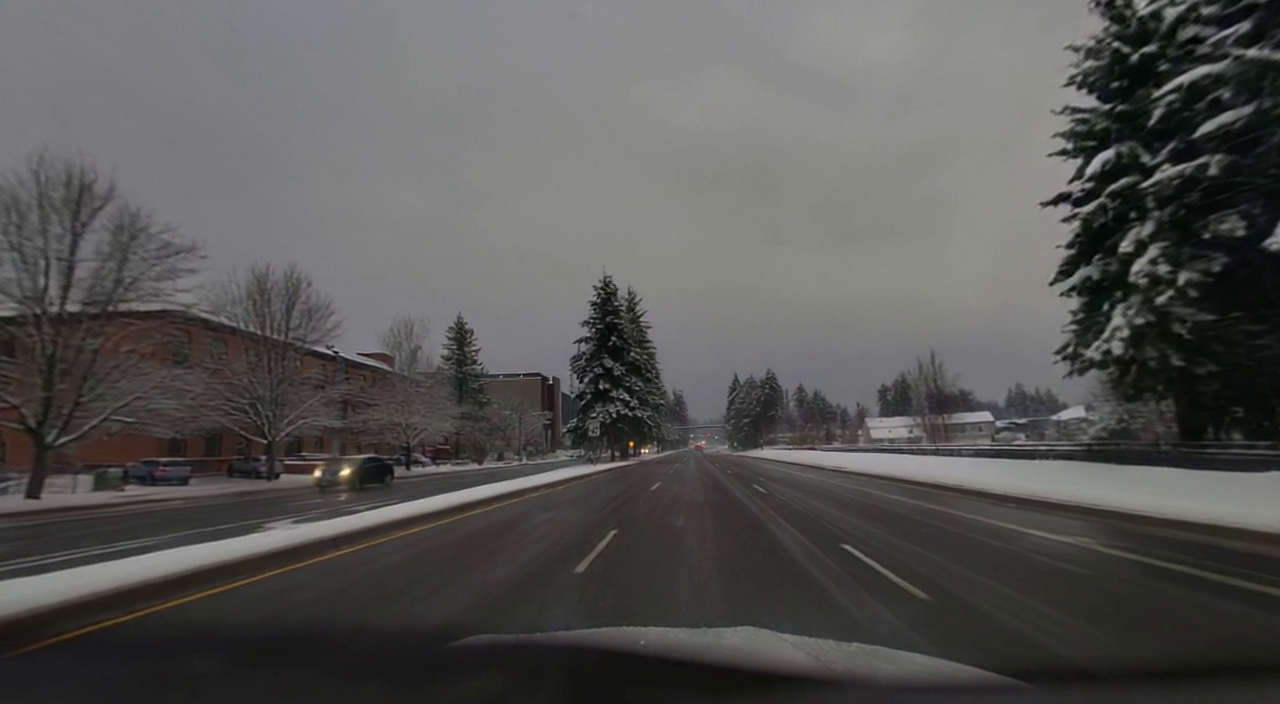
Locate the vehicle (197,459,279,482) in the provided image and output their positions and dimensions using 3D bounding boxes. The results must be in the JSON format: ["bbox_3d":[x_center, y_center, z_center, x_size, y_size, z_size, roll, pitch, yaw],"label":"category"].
[{"bbox_3d":[-27.238,8.063,42.819,4.380,1.461,1.754,-1,-8,4],"label":"vehicle"}]

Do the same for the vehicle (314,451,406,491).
[{"bbox_3d":[-13.295,5.629,30.251,1.915,1.721,4.402,-2,-8,8],"label":"vehicle"}]
